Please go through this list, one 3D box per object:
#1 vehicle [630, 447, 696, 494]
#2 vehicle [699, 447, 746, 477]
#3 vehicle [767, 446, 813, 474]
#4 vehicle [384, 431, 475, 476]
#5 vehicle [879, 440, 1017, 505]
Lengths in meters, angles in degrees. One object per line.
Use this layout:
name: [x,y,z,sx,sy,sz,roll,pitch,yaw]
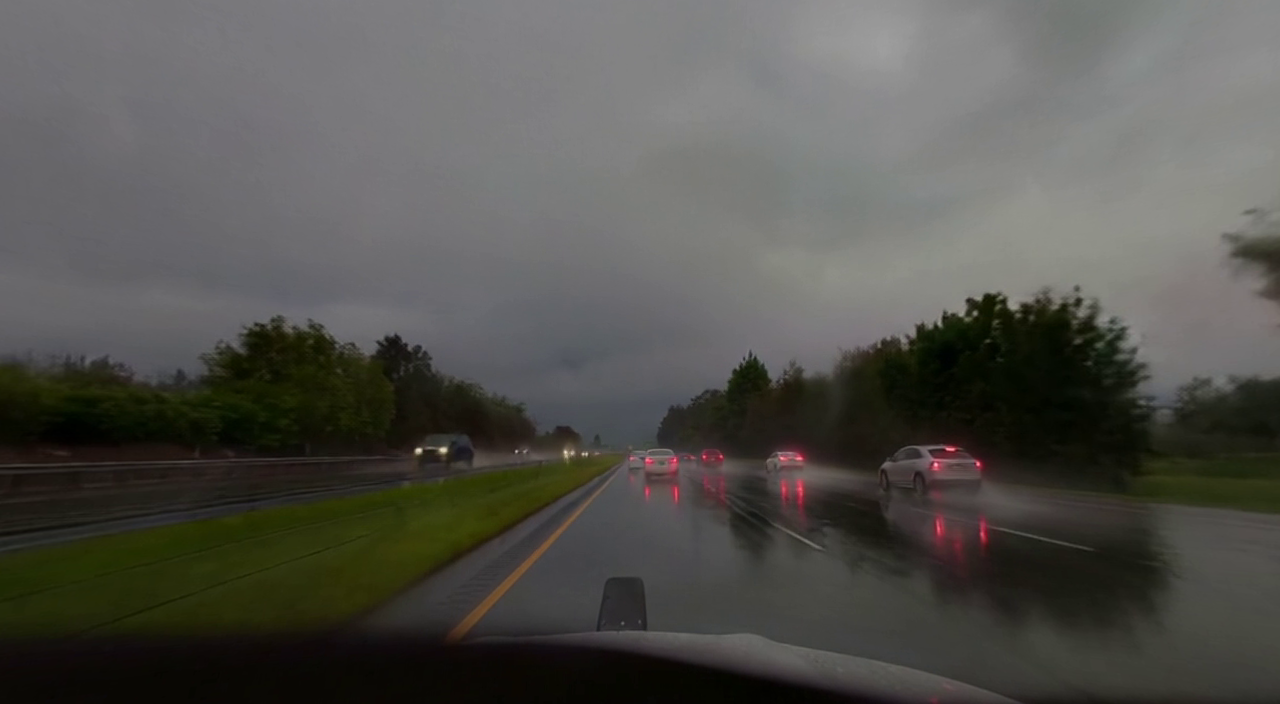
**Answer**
vehicle: [0.722,3.971,21.378,2.020,1.426,3.702,0,-9,0]
vehicle: [4.469,6.023,34.748,1.981,1.518,4.029,0,-9,0]
vehicle: [9.264,6.696,39.238,1.957,1.594,3.632,0,-9,0]
vehicle: [-8.470,4.145,25.863,2.039,1.648,4.621,-1,-9,1]
vehicle: [8.261,3.249,17.336,1.847,1.554,3.752,0,-9,-1]
